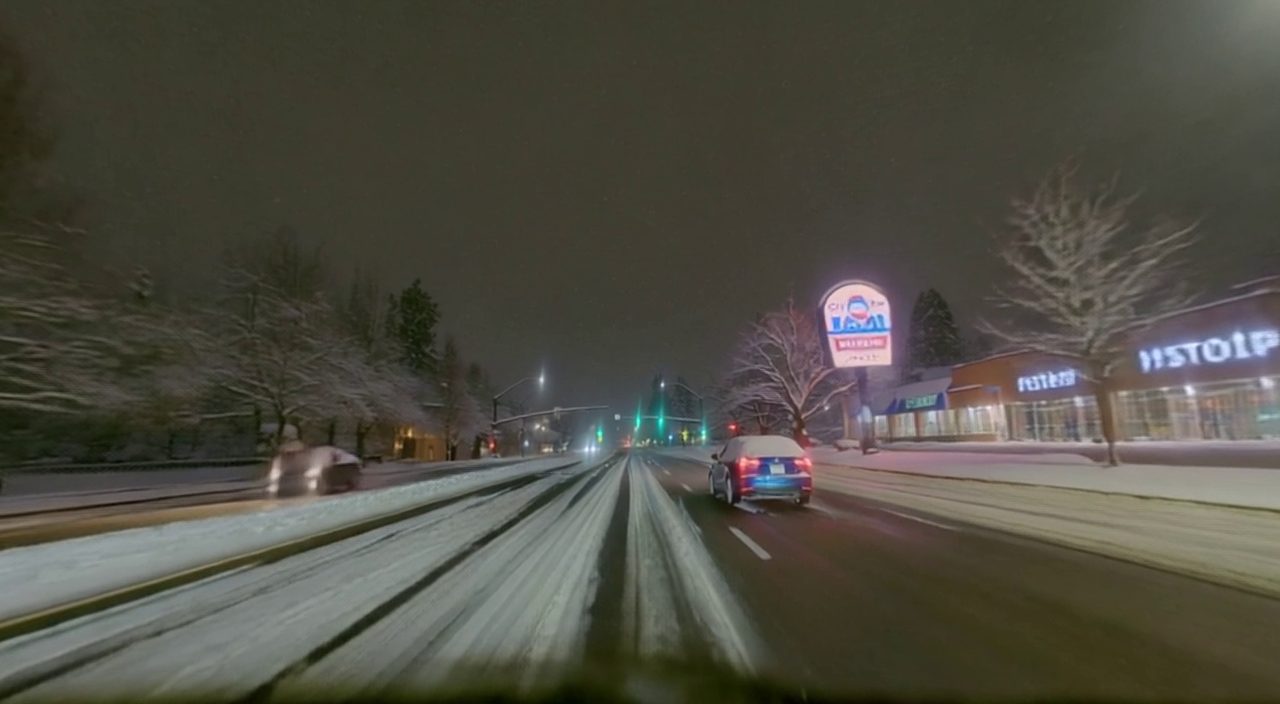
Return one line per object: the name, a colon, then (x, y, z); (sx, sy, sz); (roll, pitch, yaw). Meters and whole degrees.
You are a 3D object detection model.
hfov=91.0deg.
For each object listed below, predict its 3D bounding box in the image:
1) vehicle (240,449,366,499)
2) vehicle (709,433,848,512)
vehicle: (-11.527, 4.148, 21.903); (1.944, 1.512, 4.278); (0, -8, 1)
vehicle: (2.867, 2.611, 14.140); (2.015, 1.479, 4.444); (0, -8, -1)
